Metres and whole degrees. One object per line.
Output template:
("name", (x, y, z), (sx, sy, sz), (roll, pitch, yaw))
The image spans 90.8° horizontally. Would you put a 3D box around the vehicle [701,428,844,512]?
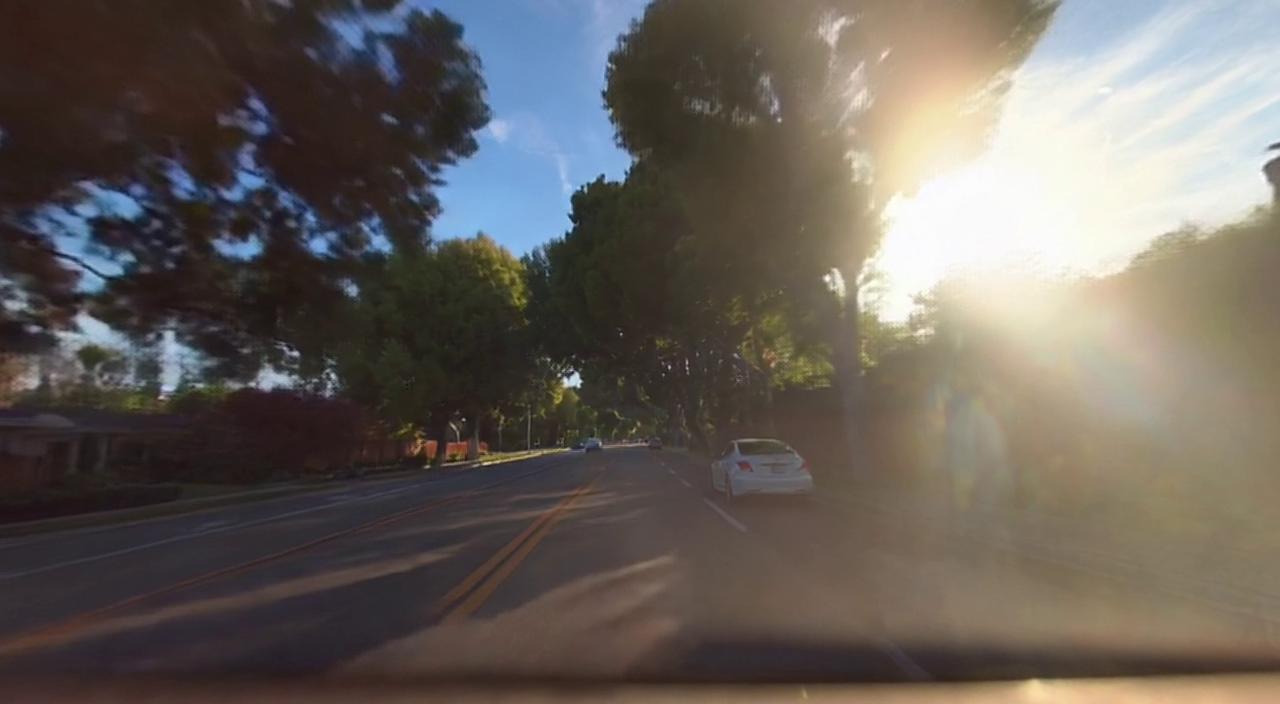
("vehicle", (2.560, 2.385, 13.315), (1.991, 1.476, 4.153), (0, -8, -2))
